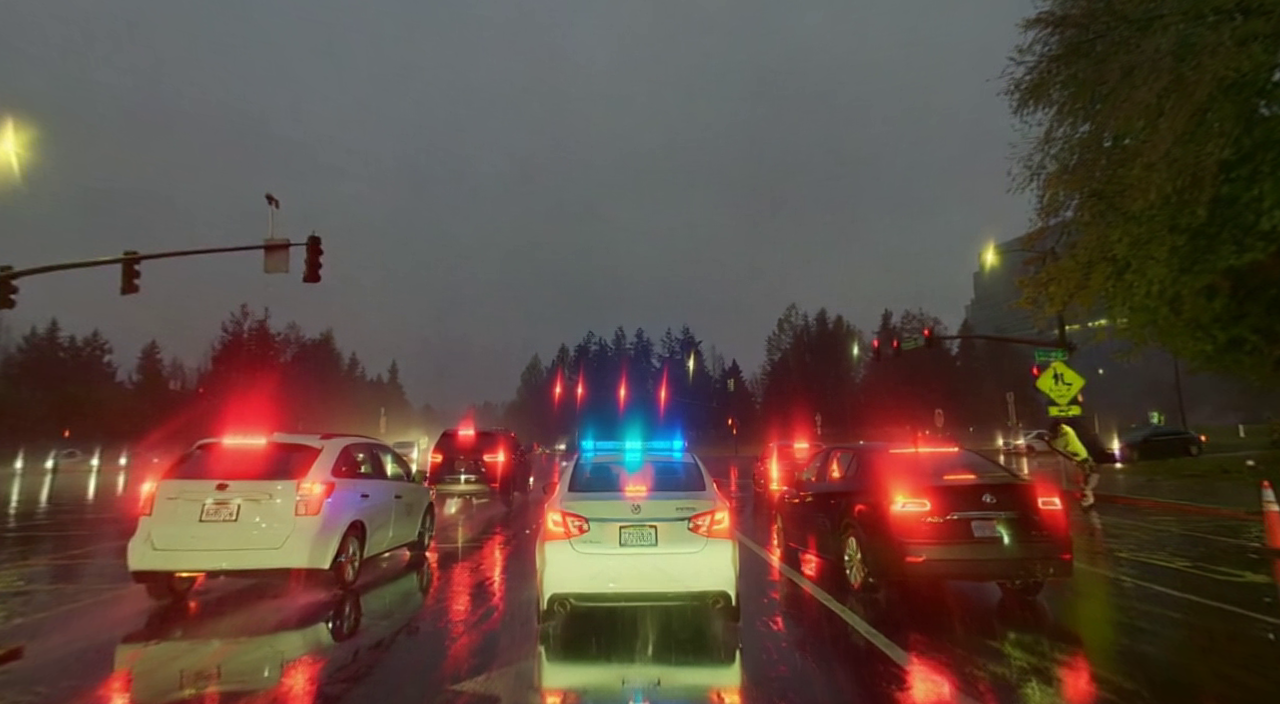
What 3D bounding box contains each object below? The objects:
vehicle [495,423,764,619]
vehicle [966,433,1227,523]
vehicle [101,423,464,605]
[{"bbox_3d":[-0.123,1.625,7.076,2.061,1.486,4.332,0,-8,-1],"label":"vehicle"},{"bbox_3d":[9.359,2.589,13.579,1.957,1.576,4.670,0,-9,-3],"label":"vehicle"},{"bbox_3d":[-3.604,1.674,7.400,1.863,1.526,4.006,0,-8,1],"label":"vehicle"}]
